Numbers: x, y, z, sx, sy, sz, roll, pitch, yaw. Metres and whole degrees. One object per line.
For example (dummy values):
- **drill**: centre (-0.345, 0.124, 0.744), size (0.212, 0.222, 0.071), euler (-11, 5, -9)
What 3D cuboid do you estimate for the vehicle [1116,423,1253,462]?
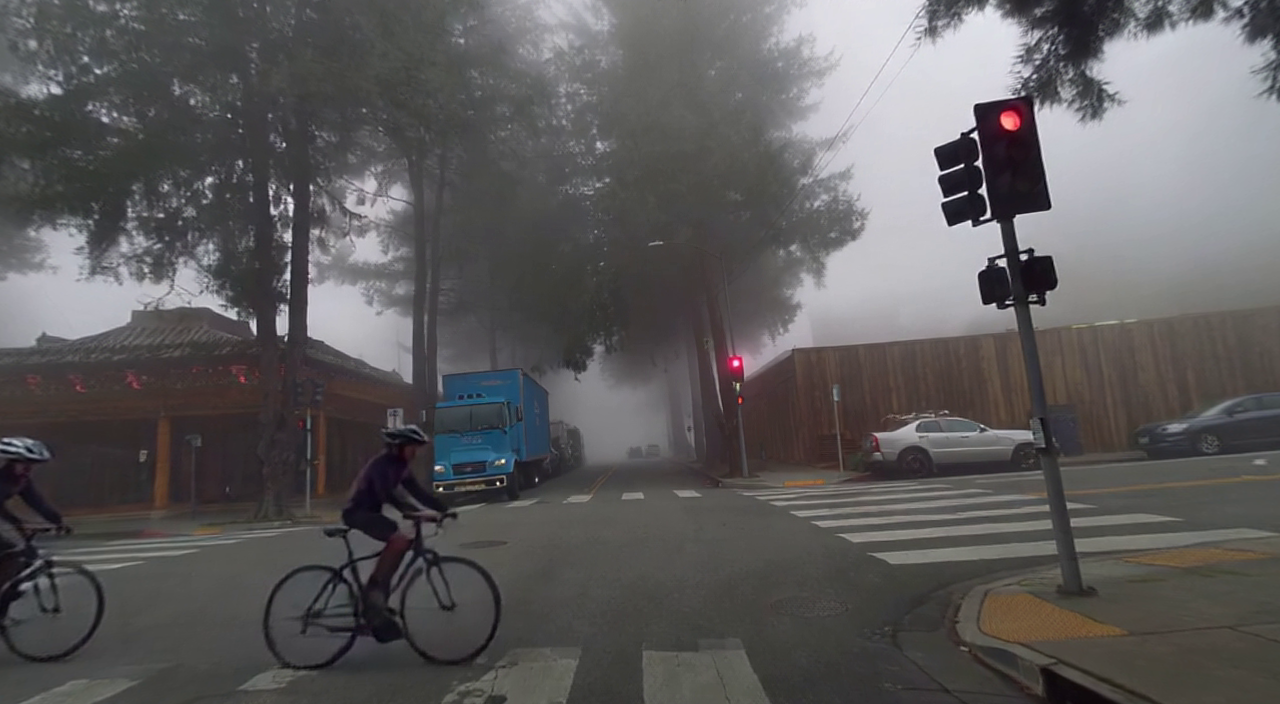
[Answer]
- **vehicle**: centre (24.954, 4.159, 29.018), size (4.268, 1.695, 2.053), euler (0, -8, 3)

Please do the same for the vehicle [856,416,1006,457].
- **vehicle**: centre (10.688, 3.143, 23.428), size (4.643, 1.456, 1.820), euler (-1, -8, 5)

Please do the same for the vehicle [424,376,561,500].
- **vehicle**: centre (-5.846, 3.734, 27.182), size (3.113, 4.041, 10.284), euler (-6, -8, 0)
